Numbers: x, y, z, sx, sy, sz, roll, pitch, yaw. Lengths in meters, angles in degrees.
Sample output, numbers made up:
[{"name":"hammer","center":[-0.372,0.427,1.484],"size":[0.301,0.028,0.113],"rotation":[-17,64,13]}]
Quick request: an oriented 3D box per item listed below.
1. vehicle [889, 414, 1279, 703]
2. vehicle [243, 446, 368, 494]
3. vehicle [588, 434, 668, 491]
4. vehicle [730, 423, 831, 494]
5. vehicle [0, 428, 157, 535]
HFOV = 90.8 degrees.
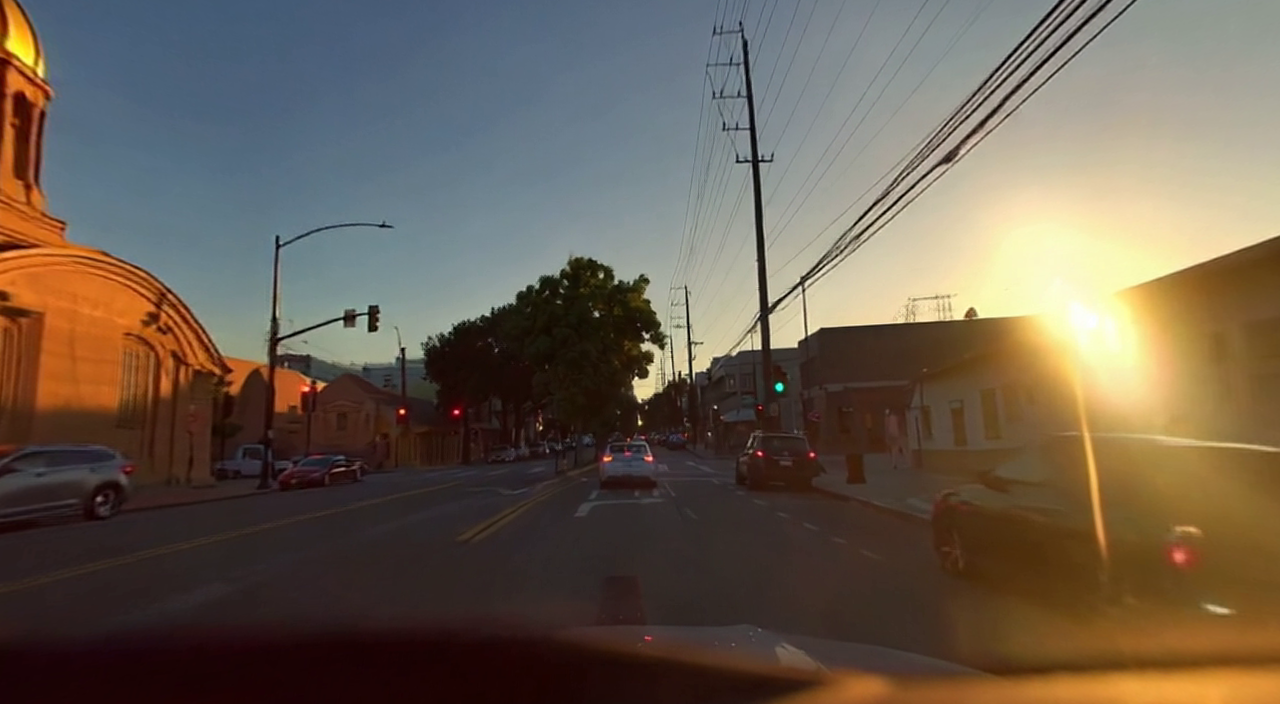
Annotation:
[{"name":"vehicle","center":[3.915,1.317,5.302],"size":[2.003,1.524,3.868],"rotation":[0,-5,-1]},{"name":"vehicle","center":[-11.999,4.233,23.111],"size":[1.980,1.502,4.655],"rotation":[-2,-9,1]},{"name":"vehicle","center":[-0.321,3.168,18.452],"size":[2.049,1.453,4.299],"rotation":[0,-9,-1]},{"name":"vehicle","center":[3.909,3.052,18.365],"size":[2.015,1.780,4.261],"rotation":[0,-9,1]},{"name":"vehicle","center":[-12.101,2.459,11.829],"size":[2.071,1.814,5.185],"rotation":[-5,-9,0]}]
